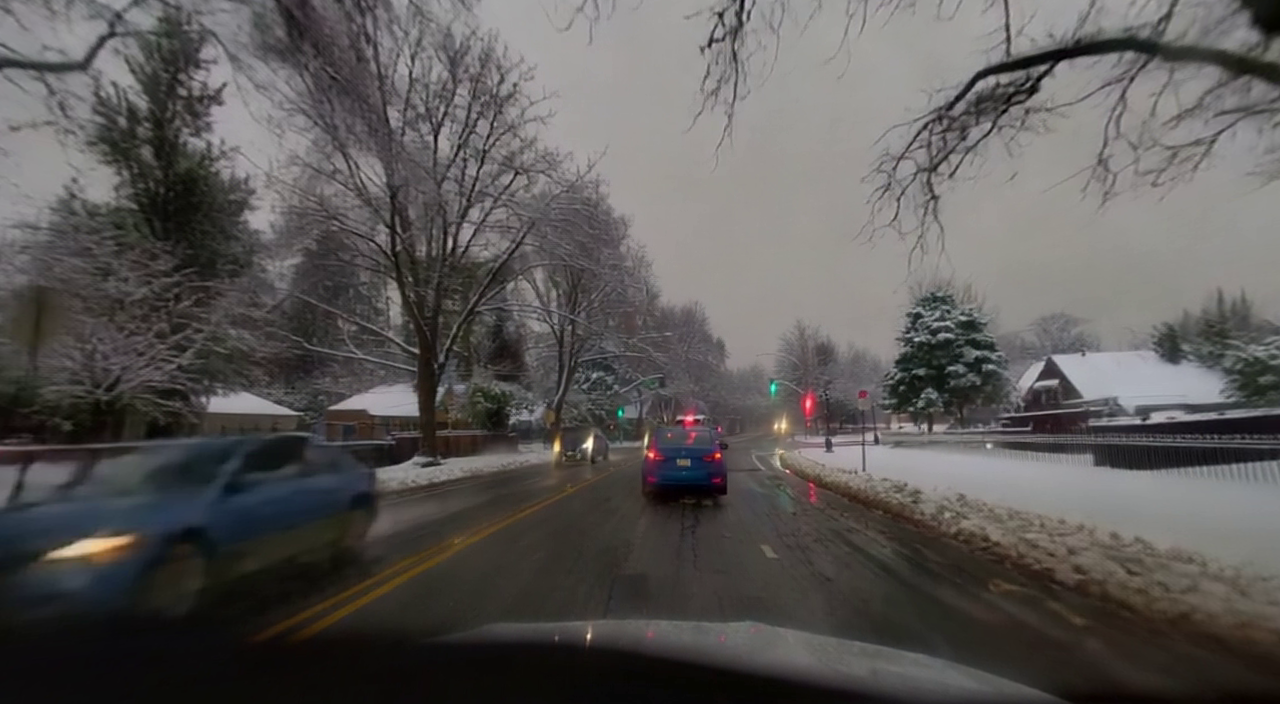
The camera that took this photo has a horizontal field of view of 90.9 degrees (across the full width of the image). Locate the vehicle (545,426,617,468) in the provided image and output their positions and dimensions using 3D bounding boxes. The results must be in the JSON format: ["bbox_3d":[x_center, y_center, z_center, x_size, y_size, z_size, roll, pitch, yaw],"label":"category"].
[{"bbox_3d":[-2.482,4.188,27.958,2.082,1.682,4.623,-1,-8,9],"label":"vehicle"}]

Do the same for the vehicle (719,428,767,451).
[{"bbox_3d":[7.797,6.597,47.509,1.988,1.601,4.353,-5,-9,33],"label":"vehicle"}]

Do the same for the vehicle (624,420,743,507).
[{"bbox_3d":[0.852,2.222,13.049,2.070,1.516,3.936,0,-8,3],"label":"vehicle"}]

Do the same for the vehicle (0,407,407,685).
[{"bbox_3d":[-4.049,1.363,5.743,1.961,1.498,4.401,0,-8,3],"label":"vehicle"}]
